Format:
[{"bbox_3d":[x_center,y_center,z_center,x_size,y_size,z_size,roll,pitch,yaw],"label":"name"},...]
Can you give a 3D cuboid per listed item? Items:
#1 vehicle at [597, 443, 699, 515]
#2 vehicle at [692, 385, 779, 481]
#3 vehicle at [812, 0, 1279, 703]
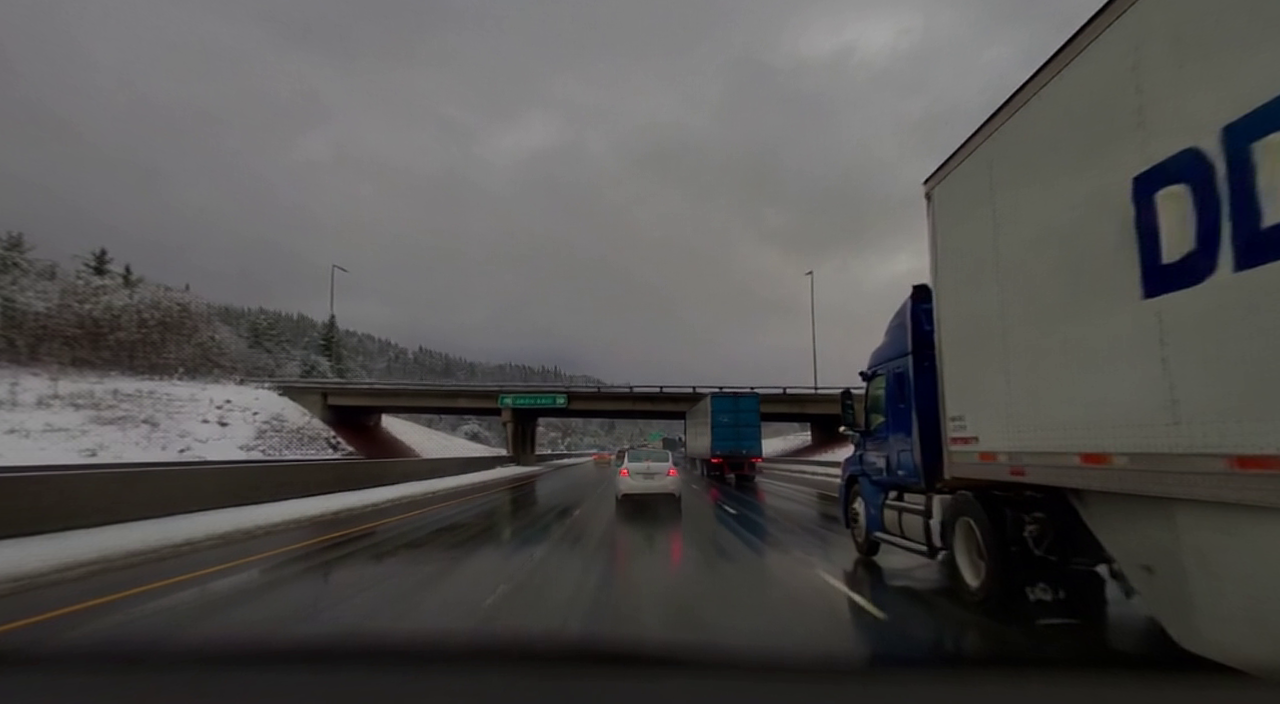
[{"bbox_3d":[0.160,2.863,14.638,2.029,1.437,3.794,0,-9,0],"label":"vehicle"},{"bbox_3d":[4.377,4.071,31.038,2.801,4.039,8.684,0,-9,-1],"label":"vehicle"},{"bbox_3d":[4.110,0.078,4.146,2.884,3.930,10.206,0,-9,-1],"label":"vehicle"}]
